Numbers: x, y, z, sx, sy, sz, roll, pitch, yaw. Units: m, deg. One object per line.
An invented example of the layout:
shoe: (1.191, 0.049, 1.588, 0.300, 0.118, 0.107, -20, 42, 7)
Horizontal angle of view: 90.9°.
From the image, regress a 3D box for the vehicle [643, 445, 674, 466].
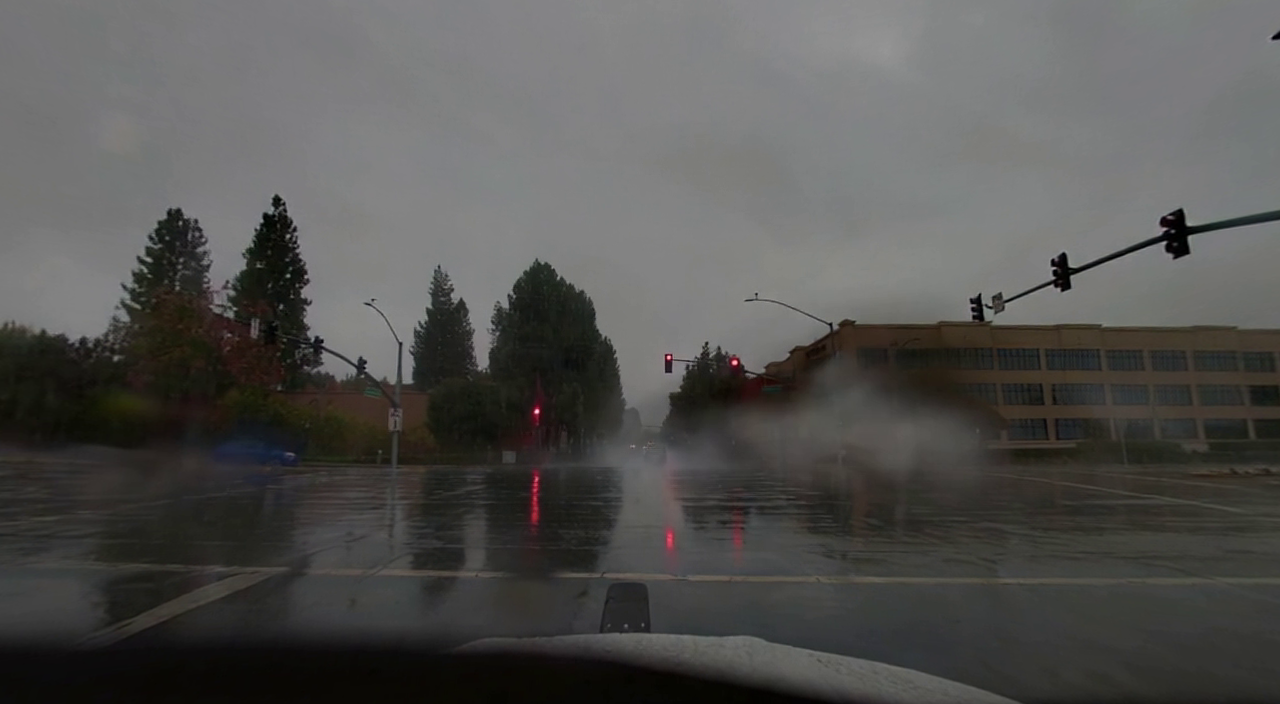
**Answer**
vehicle: (1.297, 7.622, 46.451, 2.132, 1.449, 4.235, 0, -9, 0)
